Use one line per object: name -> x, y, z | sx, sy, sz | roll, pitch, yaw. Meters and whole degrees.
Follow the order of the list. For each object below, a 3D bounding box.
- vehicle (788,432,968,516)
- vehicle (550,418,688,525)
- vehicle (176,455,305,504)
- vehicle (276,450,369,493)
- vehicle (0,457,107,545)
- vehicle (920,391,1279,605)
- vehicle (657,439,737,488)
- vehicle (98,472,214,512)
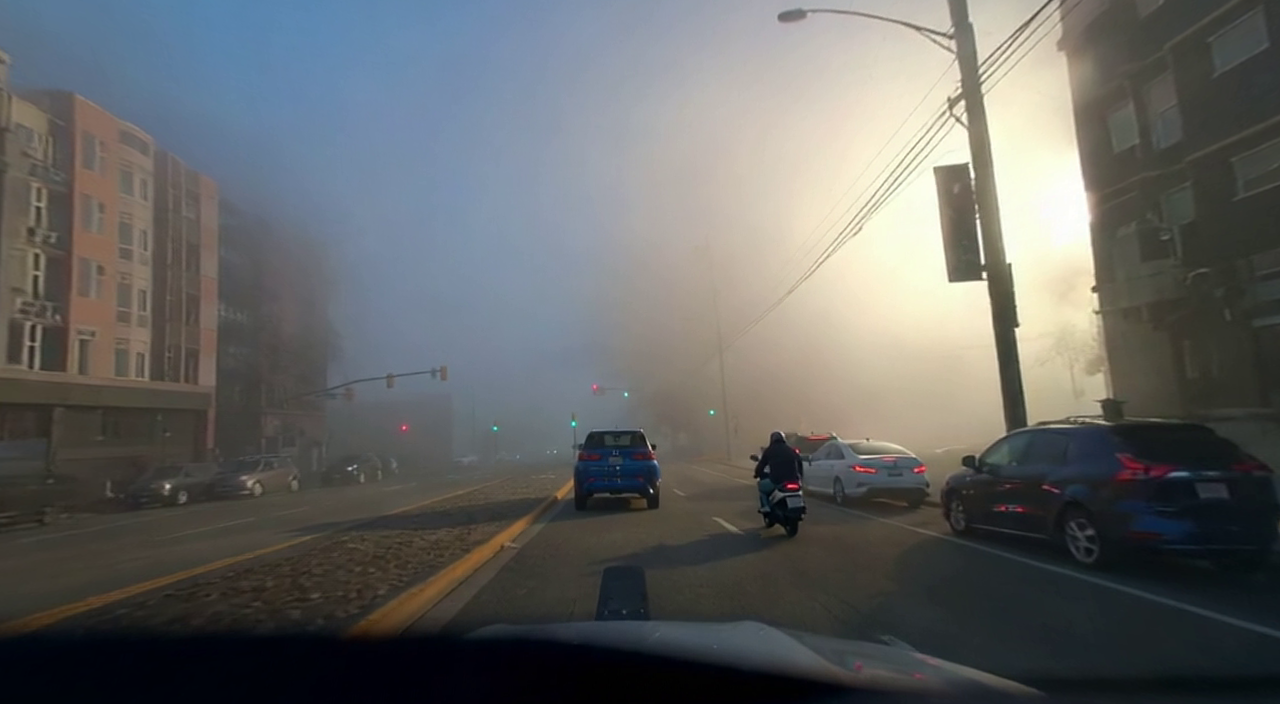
vehicle -> 4.958, 2.608, 14.001 | 2.012, 1.532, 4.565 | 0, -9, -3
vehicle -> -0.416, 2.290, 12.579 | 2.265, 1.748, 4.130 | 0, -9, -2
vehicle -> -18.336, 5.850, 29.470 | 2.400, 1.913, 6.066 | 0, -9, -4
vehicle -> -15.086, 5.678, 30.367 | 2.267, 1.831, 4.702 | 0, -9, -4
vehicle -> -13.798, 3.039, 12.810 | 1.880, 1.702, 4.719 | 0, -9, -2
vehicle -> 5.336, 1.488, 7.269 | 2.094, 1.719, 4.150 | 0, -9, -3
vehicle -> 1.835, 3.783, 21.726 | 2.101, 1.507, 4.355 | 0, -9, -3
vehicle -> -21.929, 6.322, 28.812 | 1.983, 1.474, 4.364 | 0, -9, -3
